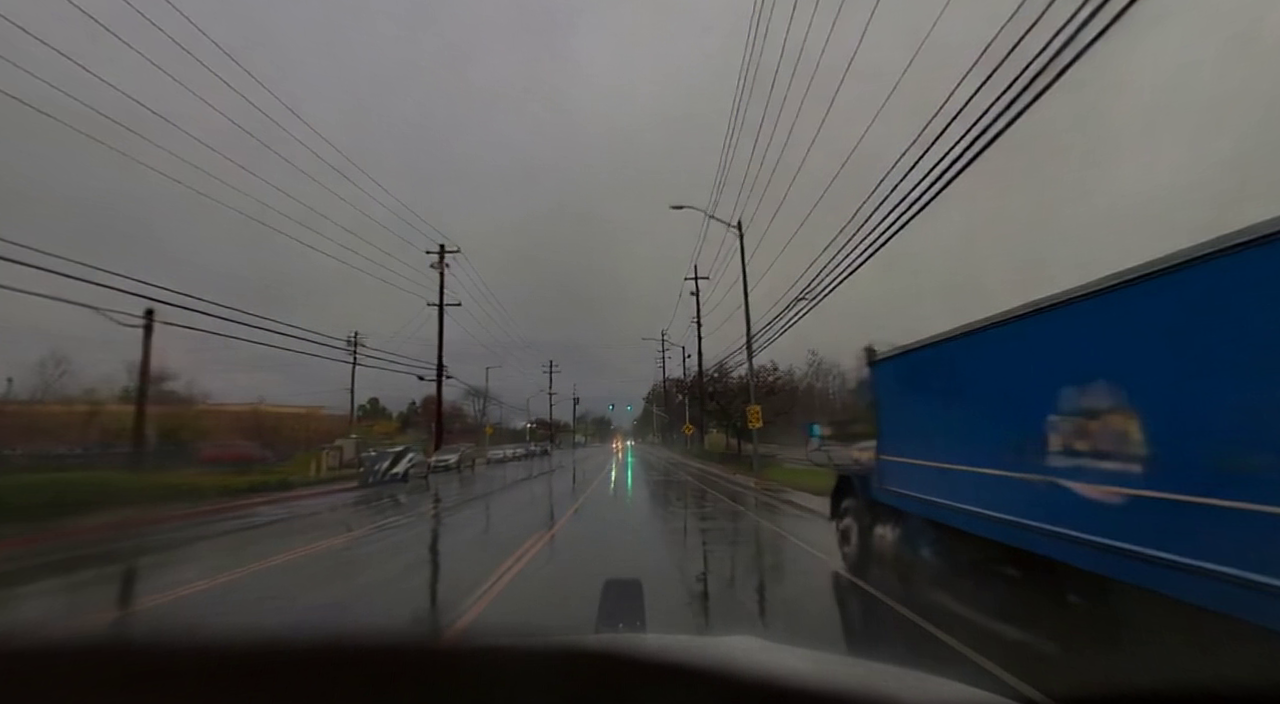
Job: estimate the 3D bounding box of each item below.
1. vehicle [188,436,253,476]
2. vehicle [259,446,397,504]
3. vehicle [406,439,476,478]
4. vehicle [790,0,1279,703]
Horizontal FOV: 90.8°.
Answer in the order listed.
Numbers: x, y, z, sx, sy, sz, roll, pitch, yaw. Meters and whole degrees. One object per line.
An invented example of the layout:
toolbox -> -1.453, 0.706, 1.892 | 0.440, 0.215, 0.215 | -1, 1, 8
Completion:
vehicle -> -21.742, 5.368, 32.927 | 1.954, 1.868, 4.977 | 3, -9, -24
vehicle -> -8.941, 3.533, 18.659 | 1.939, 1.480, 4.632 | 0, -9, -3
vehicle -> -9.447, 5.100, 30.405 | 2.027, 1.719, 4.575 | 0, -9, -3
vehicle -> 3.656, 0.119, 3.064 | 3.168, 3.106, 9.350 | 0, -8, -2
